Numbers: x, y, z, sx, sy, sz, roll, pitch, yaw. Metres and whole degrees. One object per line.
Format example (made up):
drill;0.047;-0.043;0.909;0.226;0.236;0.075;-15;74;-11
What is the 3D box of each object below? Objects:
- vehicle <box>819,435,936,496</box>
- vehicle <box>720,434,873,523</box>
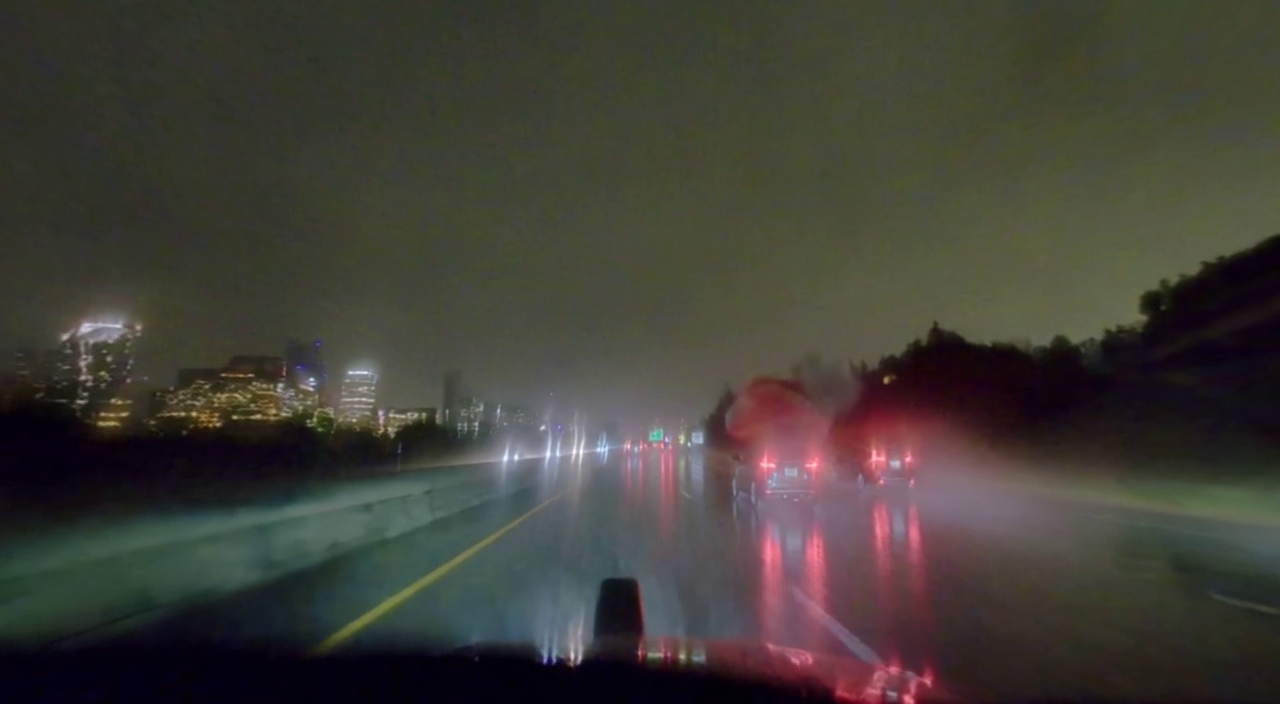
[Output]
vehicle;6.841;3.295;18.685;1.856;1.592;3.920;0;-8;-1
vehicle;3.041;2.570;13.444;1.982;1.533;4.612;0;-8;-1
